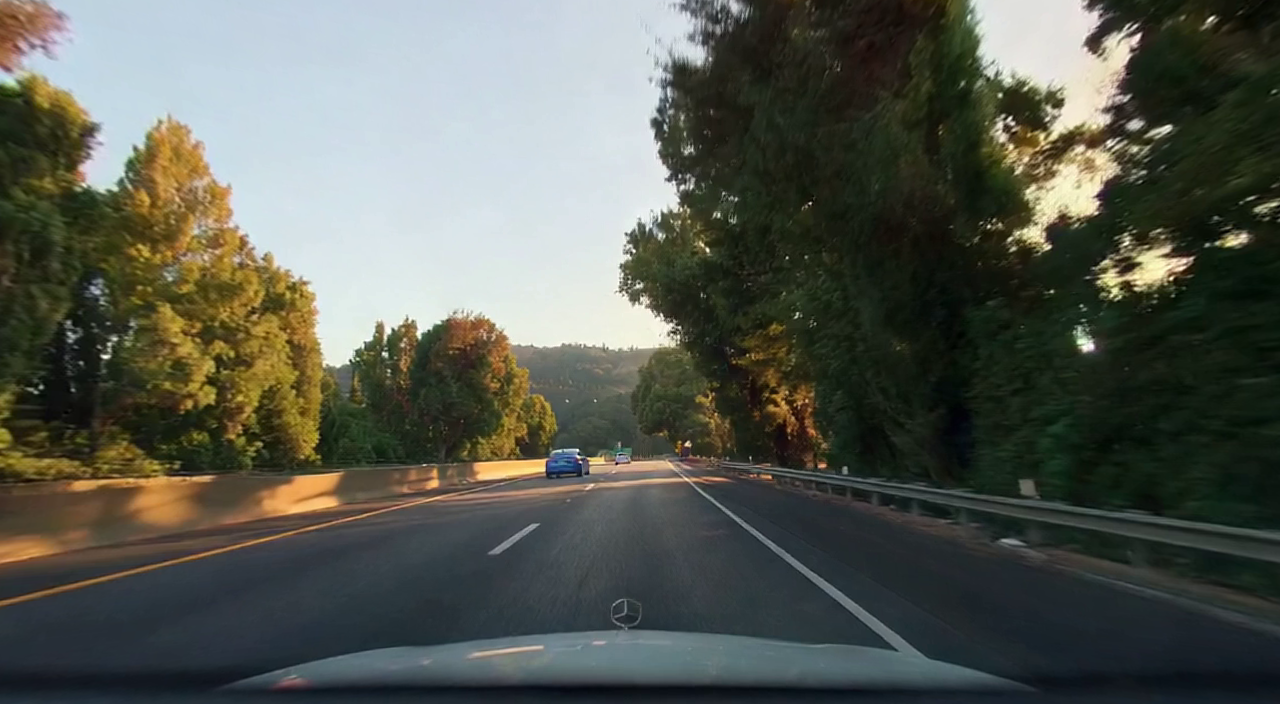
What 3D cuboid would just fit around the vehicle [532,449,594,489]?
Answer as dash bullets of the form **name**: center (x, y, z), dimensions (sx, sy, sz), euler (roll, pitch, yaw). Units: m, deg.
- **vehicle**: center (-3.013, 4.685, 25.541), dimensions (1.917, 1.450, 3.997), euler (0, -9, 1)
